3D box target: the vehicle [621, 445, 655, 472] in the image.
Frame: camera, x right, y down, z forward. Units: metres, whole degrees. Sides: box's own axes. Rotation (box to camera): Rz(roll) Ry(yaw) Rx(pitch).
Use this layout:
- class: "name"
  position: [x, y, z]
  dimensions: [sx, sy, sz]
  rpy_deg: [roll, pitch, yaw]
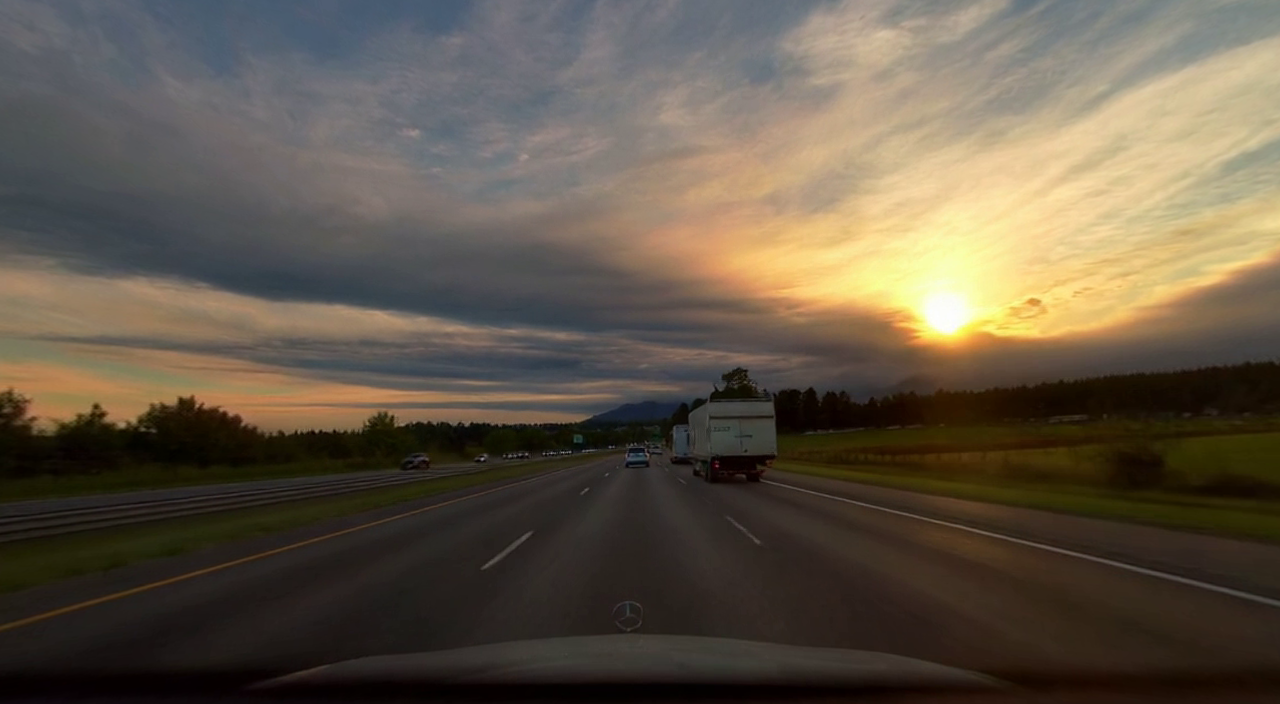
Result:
- class: "vehicle"
  position: [-0.095, 7.063, 42.049]
  dimensions: [2.151, 1.678, 3.923]
  rpy_deg: [0, -9, 0]

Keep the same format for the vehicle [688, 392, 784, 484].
- class: "vehicle"
  position: [4.038, 4.009, 28.786]
  dimensions: [2.931, 3.530, 8.760]
  rpy_deg: [0, -9, 0]
